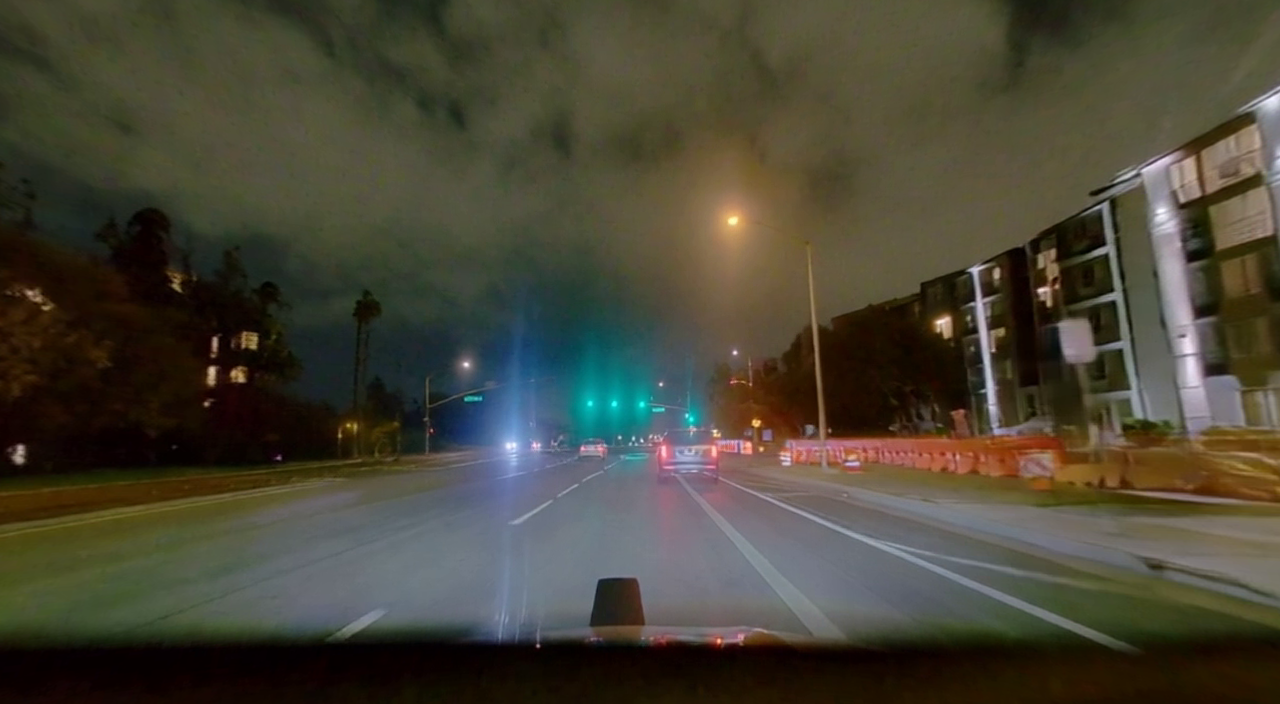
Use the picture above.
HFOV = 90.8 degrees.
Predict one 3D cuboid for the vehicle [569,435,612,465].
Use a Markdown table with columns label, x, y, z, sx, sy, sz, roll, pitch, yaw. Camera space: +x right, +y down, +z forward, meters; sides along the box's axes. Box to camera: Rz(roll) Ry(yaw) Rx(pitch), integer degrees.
| label | x | y | z | sx | sy | sz | roll | pitch | yaw |
| --- | --- | --- | --- | --- | --- | --- | --- | --- | --- |
| vehicle | -2.871 | 5.764 | 37.349 | 2.121 | 1.654 | 3.993 | 0 | -8 | 1 |

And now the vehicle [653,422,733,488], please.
| label | x | y | z | sx | sy | sz | roll | pitch | yaw |
| --- | --- | --- | --- | --- | --- | --- | --- | --- | --- |
| vehicle | 1.526 | 3.207 | 19.971 | 2.197 | 1.835 | 4.316 | 0 | -8 | 0 |

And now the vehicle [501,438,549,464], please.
| label | x | y | z | sx | sy | sz | roll | pitch | yaw |
| --- | --- | --- | --- | --- | --- | --- | --- | --- | --- |
| vehicle | -6.953 | 6.058 | 38.678 | 1.928 | 1.488 | 4.635 | 0 | -8 | 2 |
